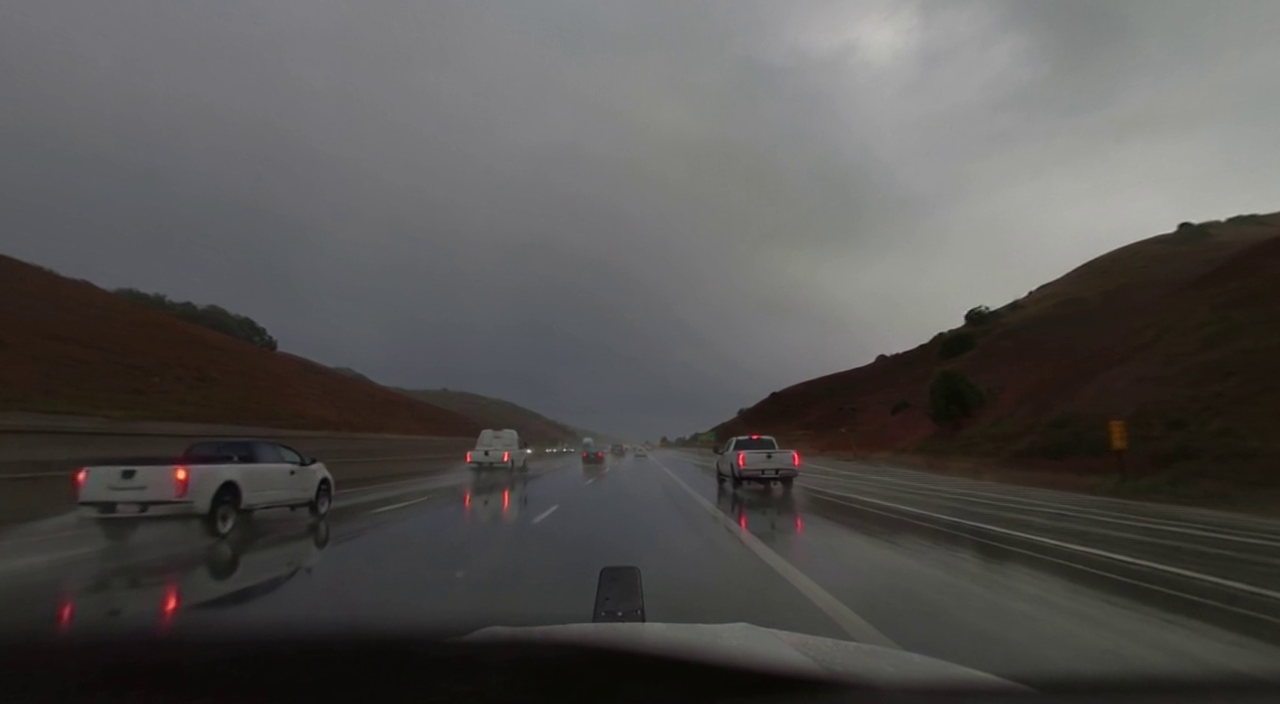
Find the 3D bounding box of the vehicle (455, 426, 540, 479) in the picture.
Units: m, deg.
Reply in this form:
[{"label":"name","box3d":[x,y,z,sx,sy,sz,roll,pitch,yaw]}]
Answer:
[{"label":"vehicle","box3d":[-7.405,5.358,33.770,2.937,2.509,7.090,0,-9,-1]}]

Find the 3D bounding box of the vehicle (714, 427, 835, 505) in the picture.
[{"label":"vehicle","box3d":[3.399,3.024,17.027,2.231,1.789,4.700,0,-9,0]}]

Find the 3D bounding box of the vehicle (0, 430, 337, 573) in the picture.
[{"label":"vehicle","box3d":[-6.689,2.026,9.406,1.935,1.550,4.883,0,-9,-1]}]

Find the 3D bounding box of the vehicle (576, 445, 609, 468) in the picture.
[{"label":"vehicle","box3d":[-3.401,7.572,45.855,2.009,1.593,4.378,0,-9,0]}]
